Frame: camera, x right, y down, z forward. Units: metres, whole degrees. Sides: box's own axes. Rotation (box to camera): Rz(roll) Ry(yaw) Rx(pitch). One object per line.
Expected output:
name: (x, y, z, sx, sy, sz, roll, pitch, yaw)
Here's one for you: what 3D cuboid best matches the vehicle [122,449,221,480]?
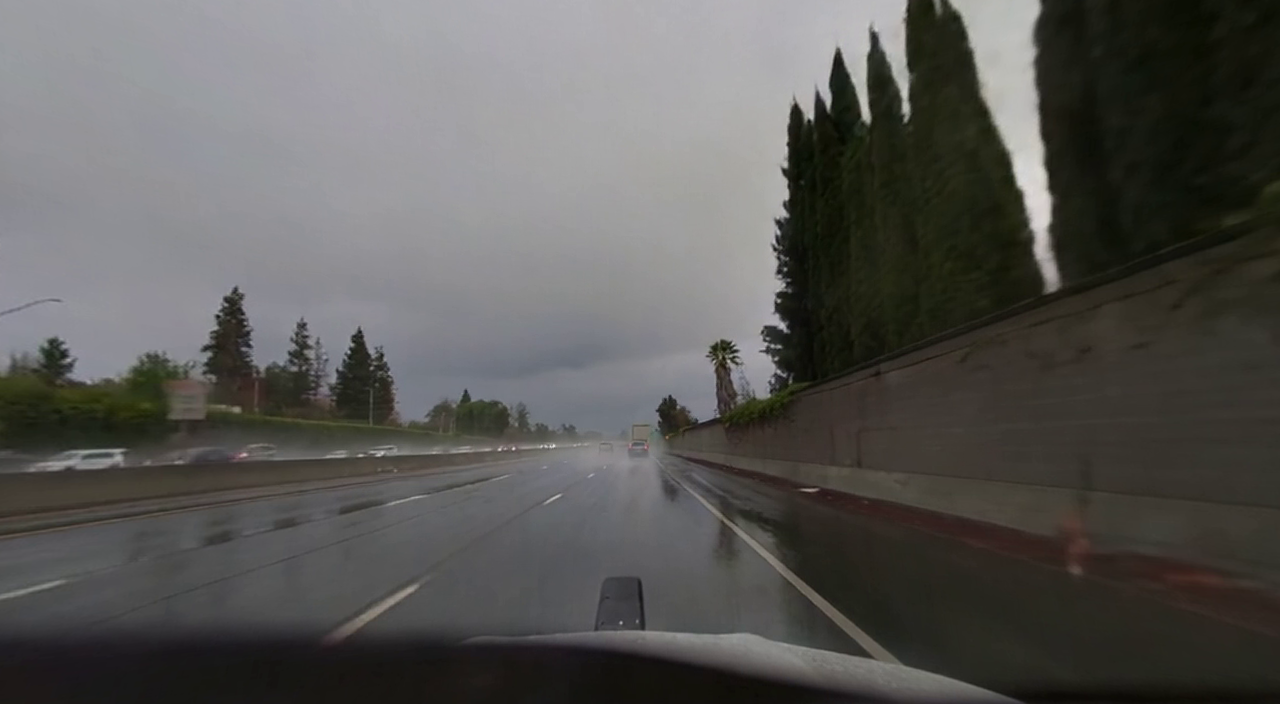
vehicle: (-25.970, 6.230, 35.153, 1.949, 1.620, 4.581, 0, -9, 1)
